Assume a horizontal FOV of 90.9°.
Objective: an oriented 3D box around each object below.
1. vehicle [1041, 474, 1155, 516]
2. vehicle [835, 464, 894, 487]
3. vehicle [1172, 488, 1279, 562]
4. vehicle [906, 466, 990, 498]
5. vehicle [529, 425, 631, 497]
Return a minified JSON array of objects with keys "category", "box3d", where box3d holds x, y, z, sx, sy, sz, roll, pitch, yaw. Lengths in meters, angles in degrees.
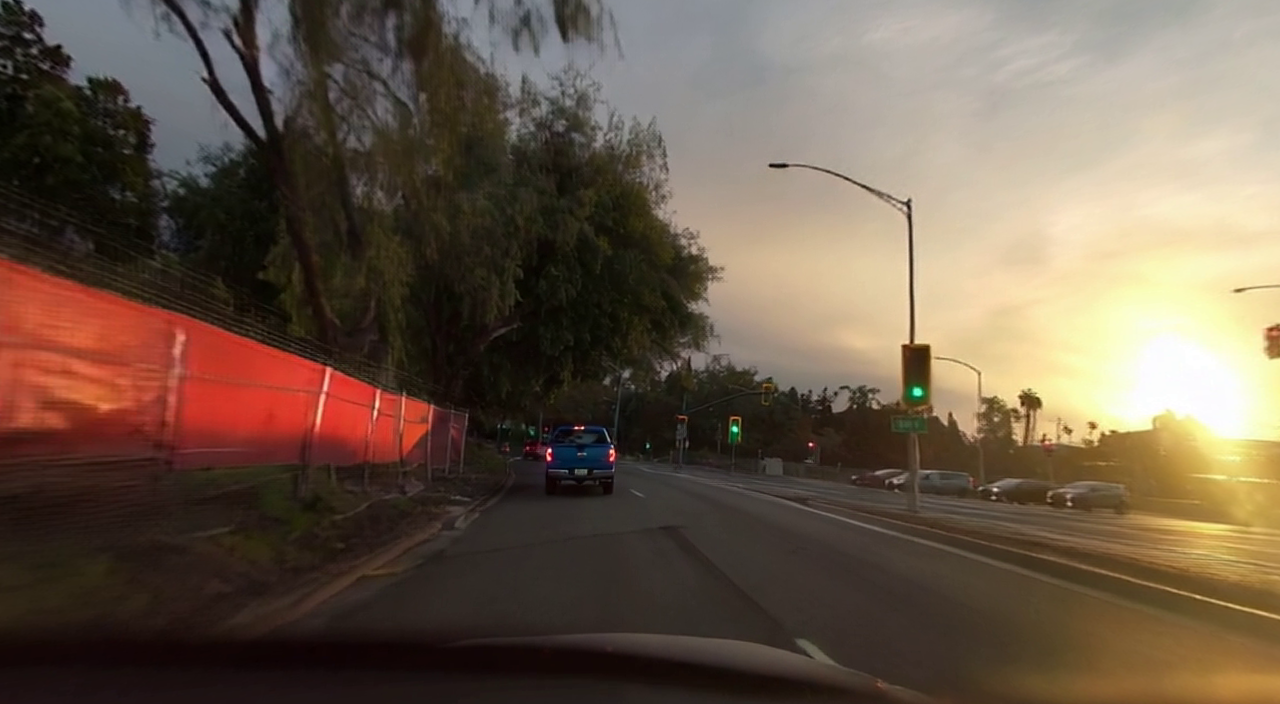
[{"category":"vehicle","box3d":[22.500,7.008,31.230,1.841,1.673,4.470,1,-8,-8]},{"category":"vehicle","box3d":[15.874,8.778,44.870,1.808,1.467,4.360,3,-10,-14]},{"category":"vehicle","box3d":[14.921,3.952,14.257,1.862,1.387,4.168,1,-8,-7]},{"category":"vehicle","box3d":[17.539,7.411,36.185,1.884,1.622,4.485,3,-10,-13]},{"category":"vehicle","box3d":[-1.672,2.983,17.816,2.436,1.698,5.322,1,-8,-5]}]
